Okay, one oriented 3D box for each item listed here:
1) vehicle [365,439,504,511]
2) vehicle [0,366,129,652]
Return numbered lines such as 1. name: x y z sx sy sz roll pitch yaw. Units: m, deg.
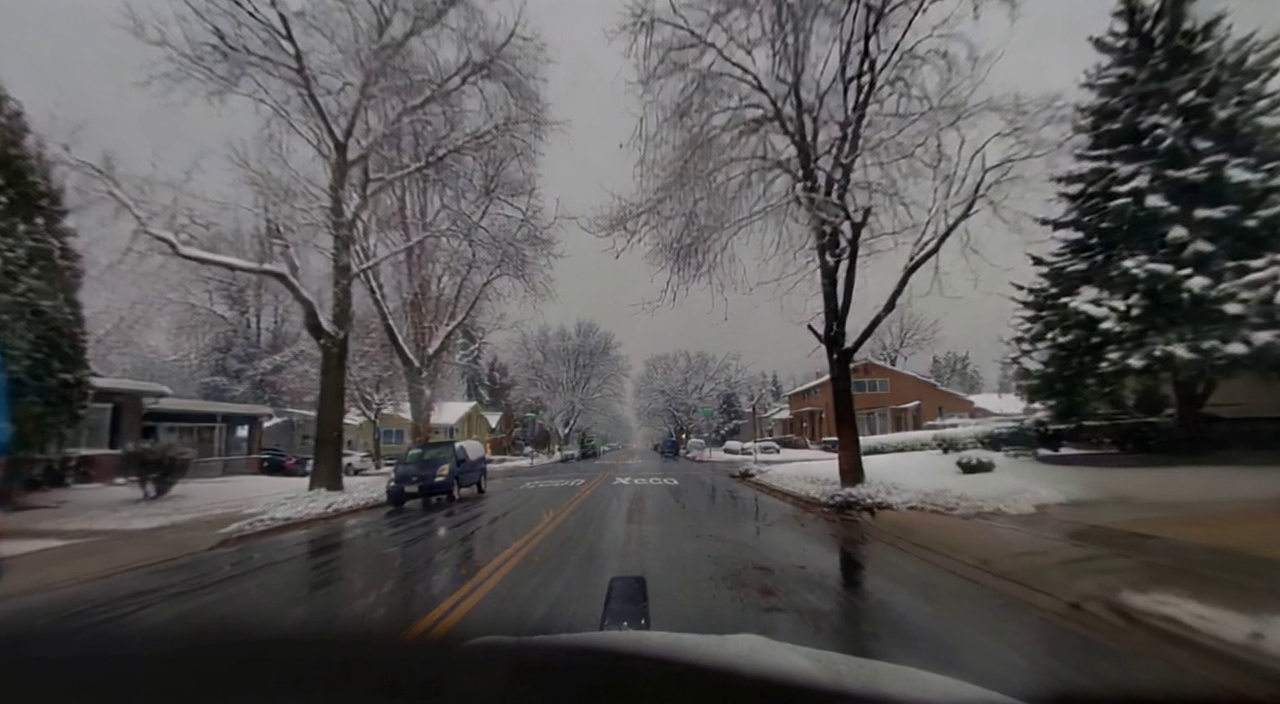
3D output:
1. vehicle: -5.016 3.043 16.195 2.038 1.571 4.524 0 -8 0
2. vehicle: -5.717 0.872 2.806 2.315 2.008 5.343 0 -8 1
